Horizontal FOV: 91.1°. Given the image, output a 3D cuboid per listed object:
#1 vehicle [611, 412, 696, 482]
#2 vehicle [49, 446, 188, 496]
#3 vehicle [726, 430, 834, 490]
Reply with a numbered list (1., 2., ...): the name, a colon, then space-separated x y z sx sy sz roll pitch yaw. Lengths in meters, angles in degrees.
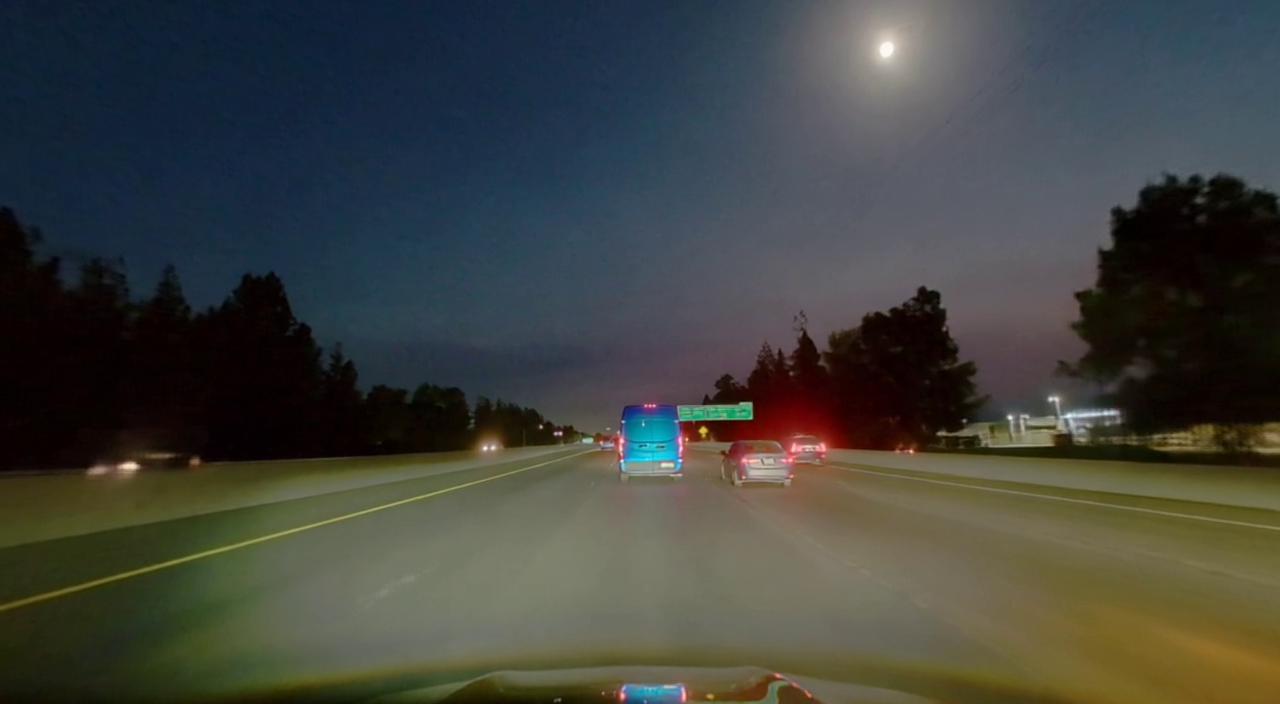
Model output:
1. vehicle: 0.283 3.274 21.726 2.546 2.087 5.404 0 -8 -3
2. vehicle: -20.469 4.642 24.923 1.971 1.673 4.180 -2 -8 0
3. vehicle: 3.855 3.050 18.079 2.099 1.510 3.784 0 -8 -2
